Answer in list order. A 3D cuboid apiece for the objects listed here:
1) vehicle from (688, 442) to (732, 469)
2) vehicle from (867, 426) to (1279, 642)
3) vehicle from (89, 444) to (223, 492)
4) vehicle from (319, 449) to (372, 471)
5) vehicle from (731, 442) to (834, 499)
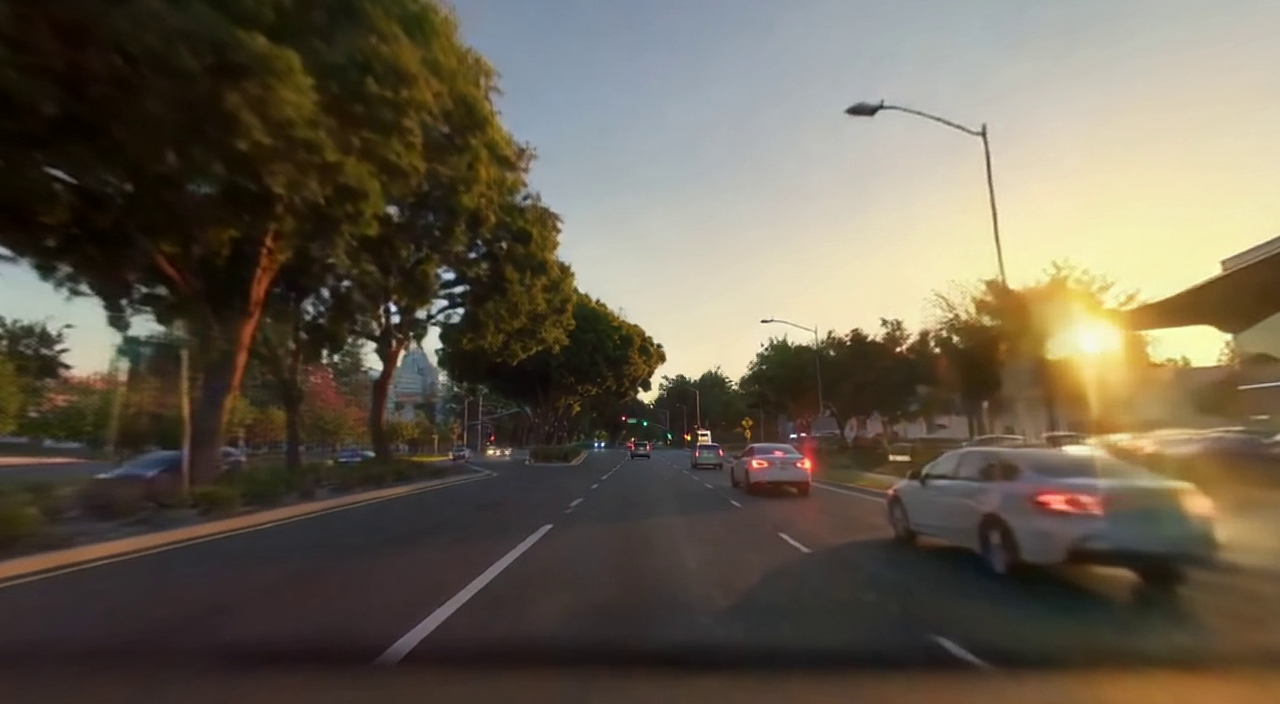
[{"bbox_3d":[3.982,5.995,36.809,1.939,1.474,4.716,0,-8,-1],"label":"vehicle"},{"bbox_3d":[4.098,1.564,6.486,1.913,1.463,4.198,0,-8,0],"label":"vehicle"},{"bbox_3d":[-17.385,4.154,22.925,1.764,1.563,3.872,0,-8,0],"label":"vehicle"},{"bbox_3d":[-21.960,8.061,47.205,1.832,1.496,4.458,0,-8,0],"label":"vehicle"},{"bbox_3d":[3.913,3.326,18.121,1.872,1.431,4.270,0,-8,-1],"label":"vehicle"}]
